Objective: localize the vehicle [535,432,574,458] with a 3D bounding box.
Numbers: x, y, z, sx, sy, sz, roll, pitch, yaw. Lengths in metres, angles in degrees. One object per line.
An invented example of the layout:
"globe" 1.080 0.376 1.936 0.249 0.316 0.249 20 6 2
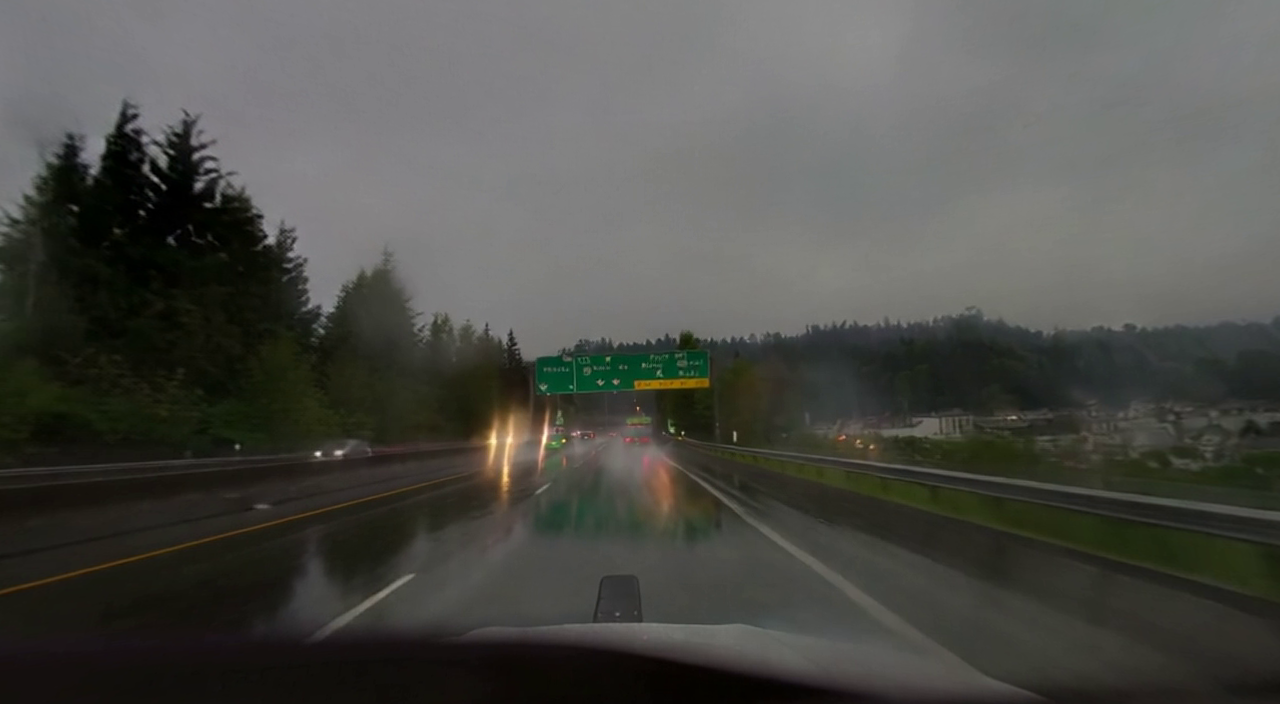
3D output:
"vehicle" -5.261 5.729 39.132 1.959 1.514 3.668 0 -8 -1

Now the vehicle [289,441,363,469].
"vehicle" -17.704 5.794 35.828 1.939 1.469 4.527 0 -8 -1

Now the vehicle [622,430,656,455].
"vehicle" -0.049 6.017 41.883 2.139 1.561 4.060 0 -8 0
